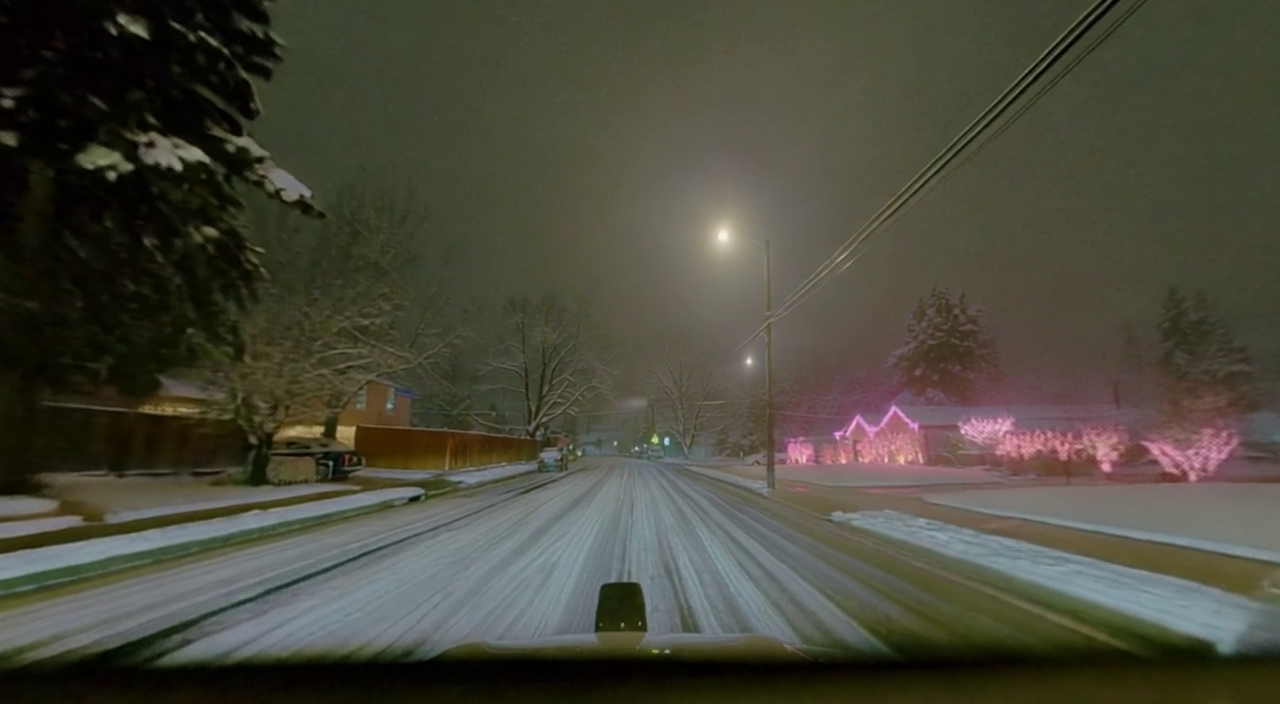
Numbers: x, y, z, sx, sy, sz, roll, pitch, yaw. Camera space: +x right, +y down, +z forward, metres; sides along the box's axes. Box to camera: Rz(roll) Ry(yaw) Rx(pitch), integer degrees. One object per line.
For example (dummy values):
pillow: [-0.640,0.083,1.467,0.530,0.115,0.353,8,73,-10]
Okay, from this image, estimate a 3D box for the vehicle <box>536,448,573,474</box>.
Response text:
vehicle: [-6.025,7.742,44.548,1.998,1.742,4.210,0,-9,1]

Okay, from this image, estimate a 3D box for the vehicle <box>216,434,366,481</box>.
vehicle: [-14.429,4.392,26.234,4.928,1.844,2.163,0,-9,-3]

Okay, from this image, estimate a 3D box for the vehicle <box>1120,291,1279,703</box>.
vehicle: [3.161,0.502,0.183,2.122,1.997,4.800,0,-9,-1]
